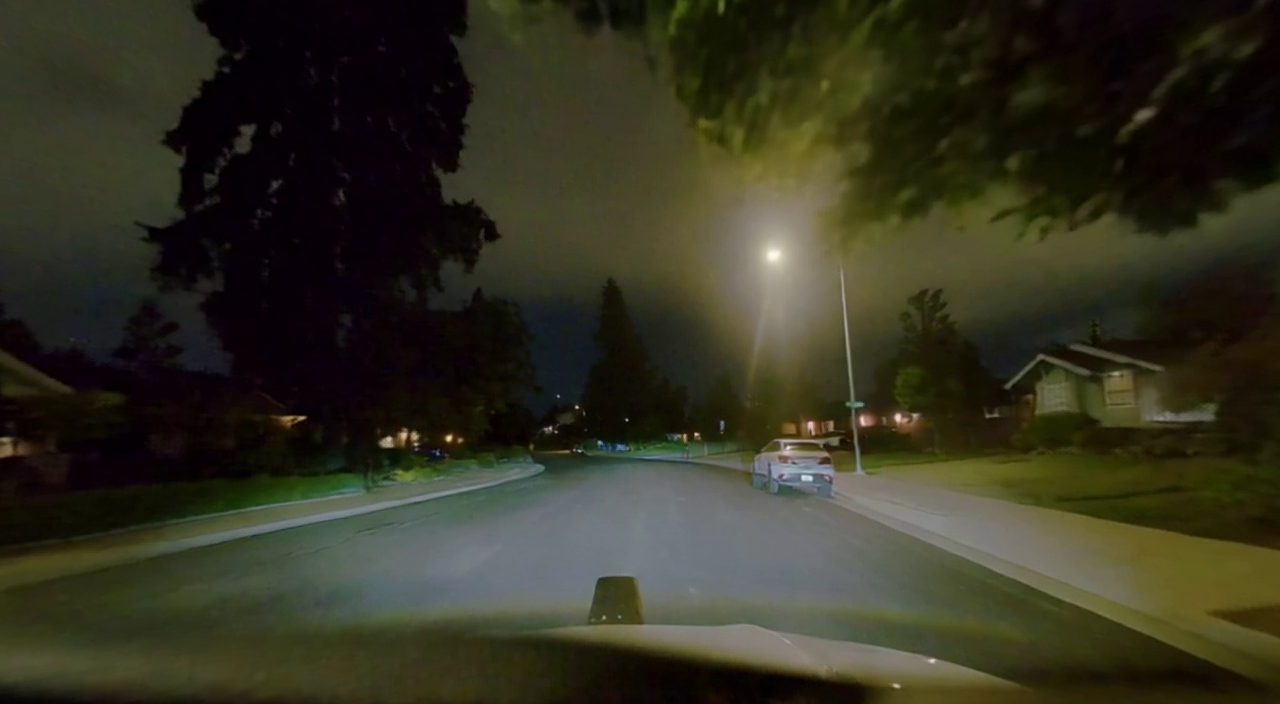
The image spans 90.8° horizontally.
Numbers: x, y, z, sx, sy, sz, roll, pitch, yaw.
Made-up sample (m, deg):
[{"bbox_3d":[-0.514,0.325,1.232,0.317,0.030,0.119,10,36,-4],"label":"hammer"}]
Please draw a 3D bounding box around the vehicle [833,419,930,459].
[{"bbox_3d":[13.276,4.813,34.858,4.421,1.703,1.927,-5,-8,-7],"label":"vehicle"}]

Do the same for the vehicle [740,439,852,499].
[{"bbox_3d":[4.456,3.426,18.881,2.088,1.522,4.449,0,-9,-2],"label":"vehicle"}]
